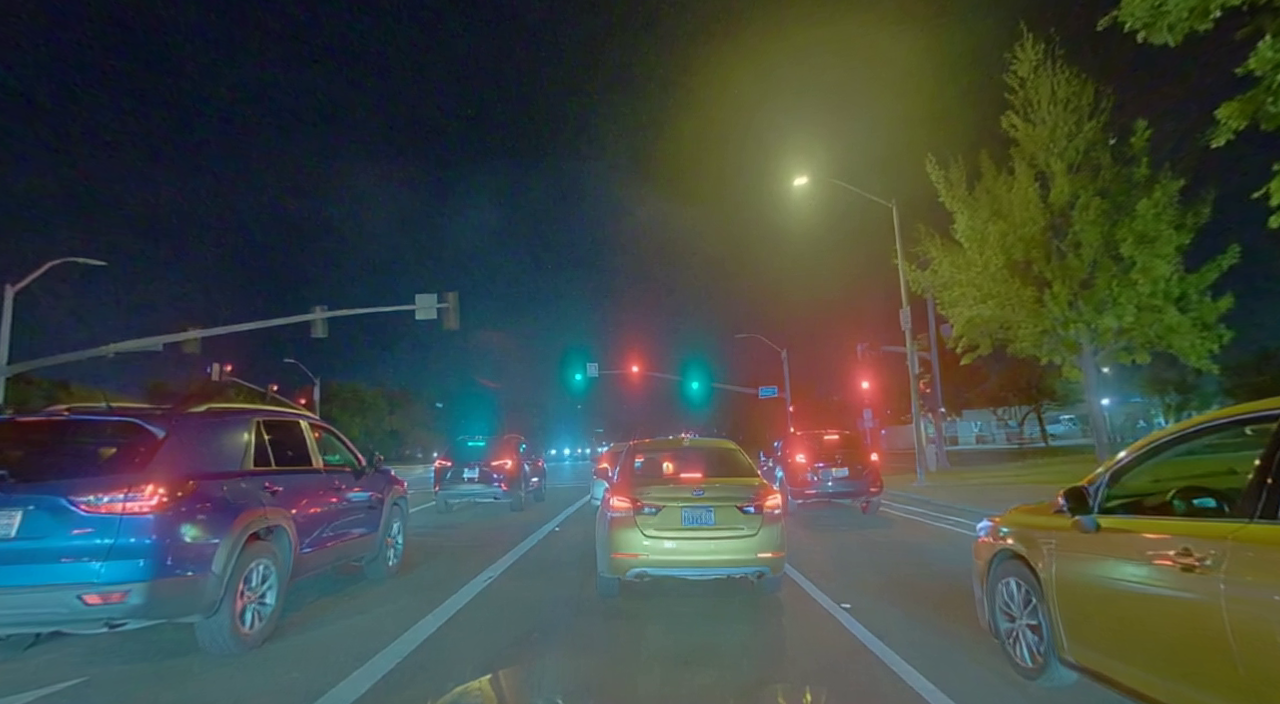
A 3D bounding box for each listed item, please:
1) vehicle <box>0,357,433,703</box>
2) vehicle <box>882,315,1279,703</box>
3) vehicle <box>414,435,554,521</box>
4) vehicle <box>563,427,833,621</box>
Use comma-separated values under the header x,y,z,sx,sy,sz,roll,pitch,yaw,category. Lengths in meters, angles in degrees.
x,y,z,sx,sy,sz,roll,pitch,yaw,category
-3.469,1.217,5.285,1.889,1.767,4.289,0,-8,1,vehicle
3.015,0.915,3.048,1.880,1.747,4.500,0,-8,0,vehicle
-3.075,2.562,13.326,1.868,1.516,4.114,0,-8,1,vehicle
0.440,1.603,6.809,2.051,1.460,3.932,0,-8,0,vehicle
